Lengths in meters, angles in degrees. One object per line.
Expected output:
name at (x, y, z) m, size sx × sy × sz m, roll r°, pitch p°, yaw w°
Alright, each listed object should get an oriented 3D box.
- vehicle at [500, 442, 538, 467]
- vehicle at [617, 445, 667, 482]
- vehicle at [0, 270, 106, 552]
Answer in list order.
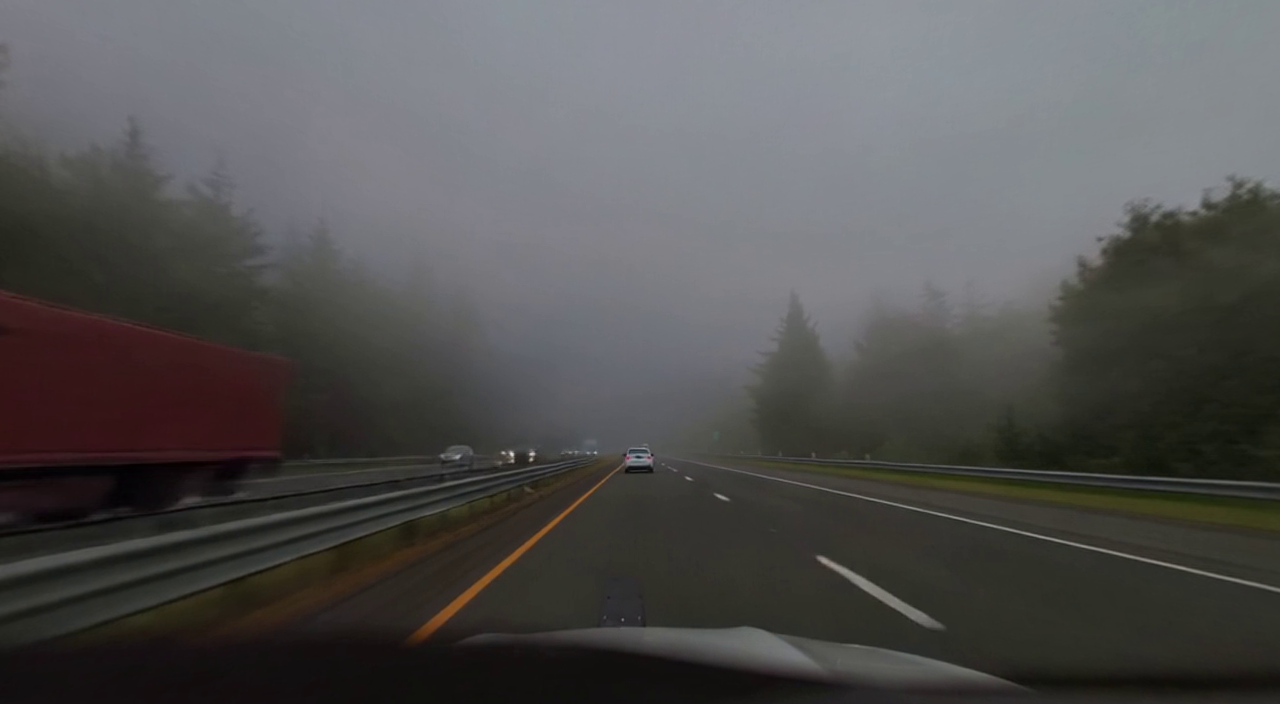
vehicle at (-9.137, 7.757, 47.925) m, size 2.002 × 1.777 × 4.357 m, roll 0°, pitch -9°, yaw 0°
vehicle at (0.044, 5.013, 28.587) m, size 2.114 × 1.523 × 4.012 m, roll 0°, pitch -9°, yaw -1°
vehicle at (-8.877, 0.351, 5.164) m, size 2.612 × 3.281 × 7.073 m, roll 0°, pitch -9°, yaw 0°
